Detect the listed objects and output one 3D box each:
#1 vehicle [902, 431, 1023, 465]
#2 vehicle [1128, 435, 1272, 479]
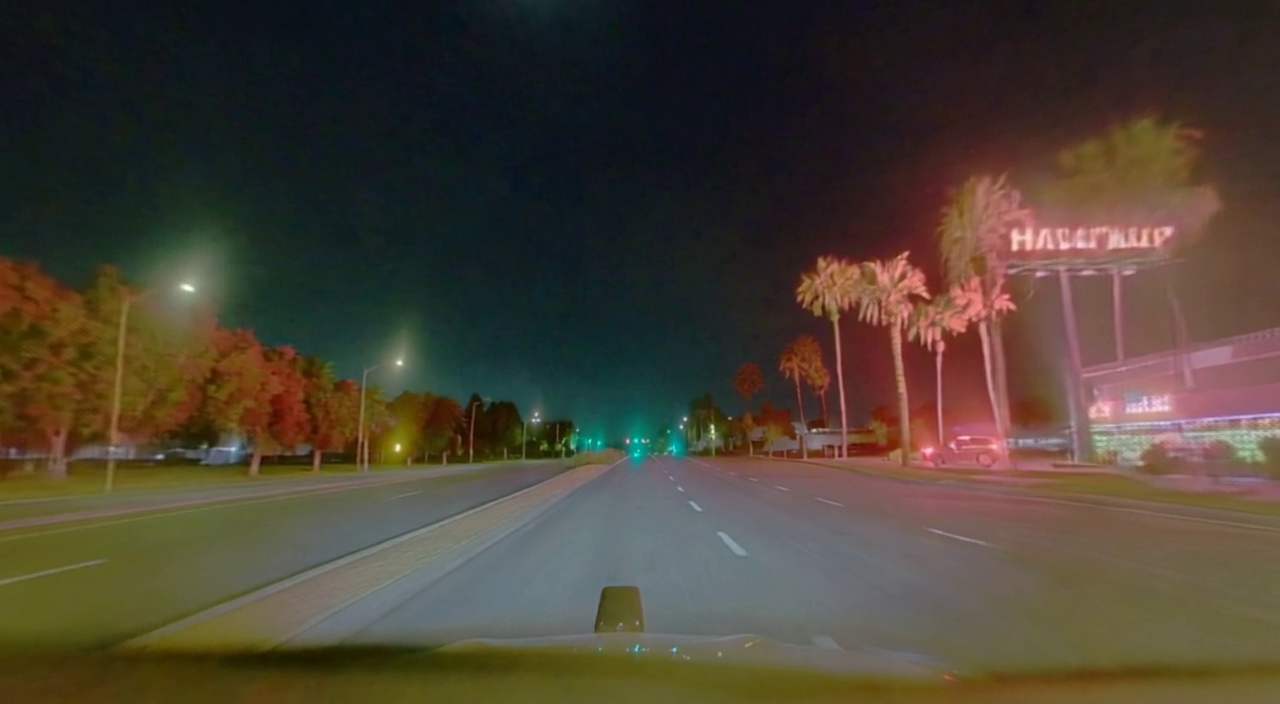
[{"bbox_3d":[21.527,6.411,42.408,6.489,2.179,2.882,0,-8,-2],"label":"vehicle"},{"bbox_3d":[20.602,3.859,23.362,3.576,1.443,1.822,-2,-8,-2],"label":"vehicle"}]
